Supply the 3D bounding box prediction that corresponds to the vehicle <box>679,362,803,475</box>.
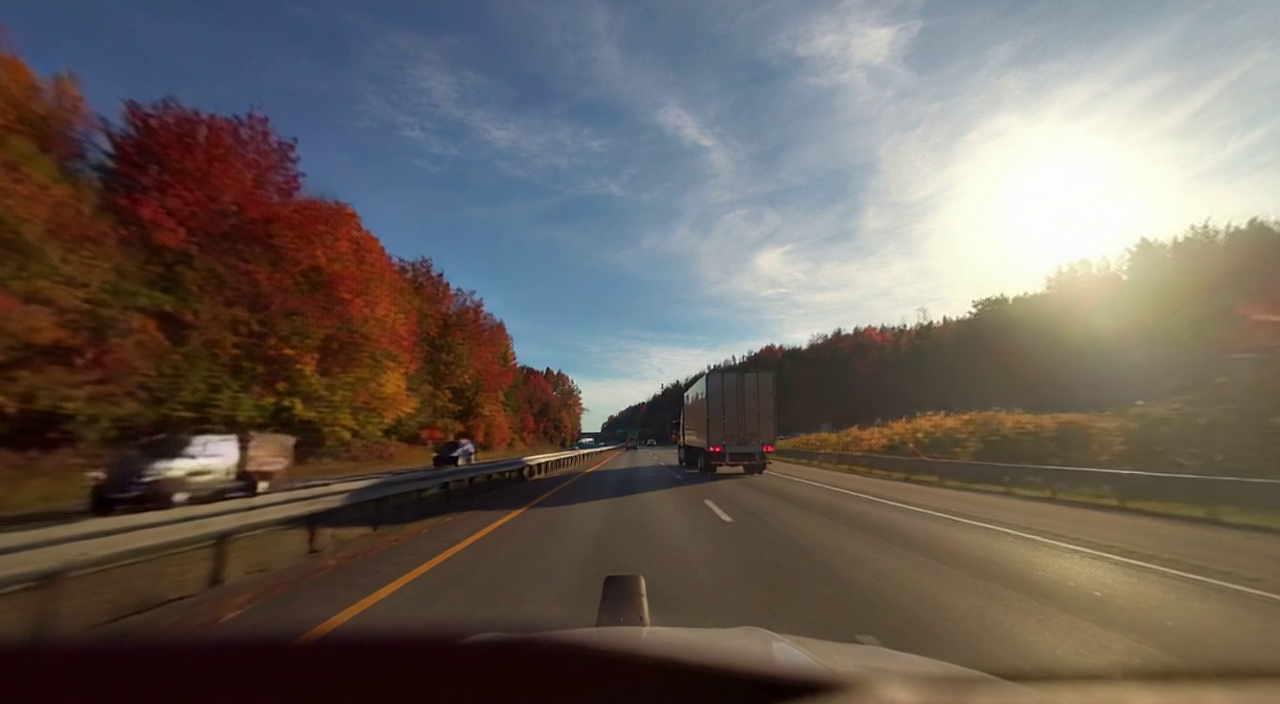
[{"bbox_3d":[4.081,3.437,30.184,3.357,4.101,14.659,0,-8,-1],"label":"vehicle"}]
